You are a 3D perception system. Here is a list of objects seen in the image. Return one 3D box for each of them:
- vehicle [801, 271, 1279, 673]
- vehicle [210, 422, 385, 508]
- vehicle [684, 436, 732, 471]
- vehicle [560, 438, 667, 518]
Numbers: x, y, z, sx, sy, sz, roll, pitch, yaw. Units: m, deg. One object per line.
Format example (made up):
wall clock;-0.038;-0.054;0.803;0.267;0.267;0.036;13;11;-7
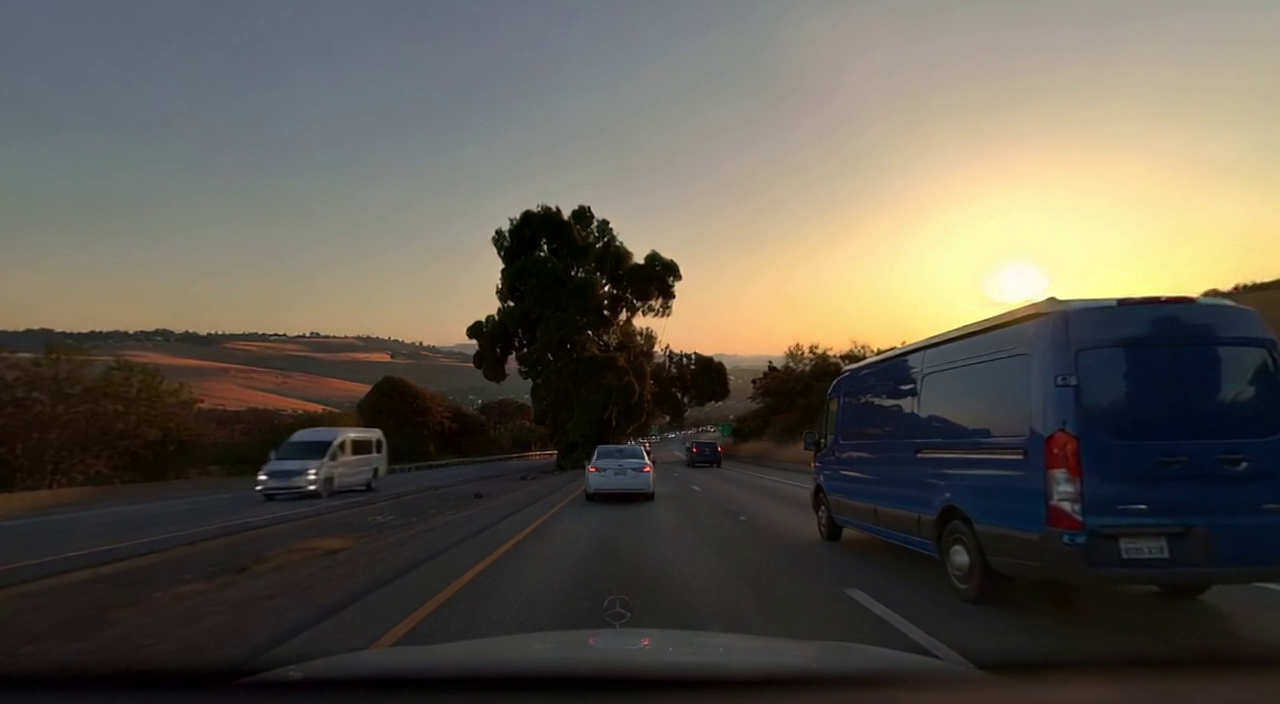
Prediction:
vehicle;3.774;1.123;6.744;2.399;2.421;5.829;0;-9;-1
vehicle;-8.890;2.985;16.919;2.106;1.959;4.715;0;-9;-1
vehicle;4.031;6.107;37.959;2.261;1.952;4.784;0;-9;-1
vehicle;-0.518;2.693;13.871;2.029;1.483;3.769;0;-9;0
